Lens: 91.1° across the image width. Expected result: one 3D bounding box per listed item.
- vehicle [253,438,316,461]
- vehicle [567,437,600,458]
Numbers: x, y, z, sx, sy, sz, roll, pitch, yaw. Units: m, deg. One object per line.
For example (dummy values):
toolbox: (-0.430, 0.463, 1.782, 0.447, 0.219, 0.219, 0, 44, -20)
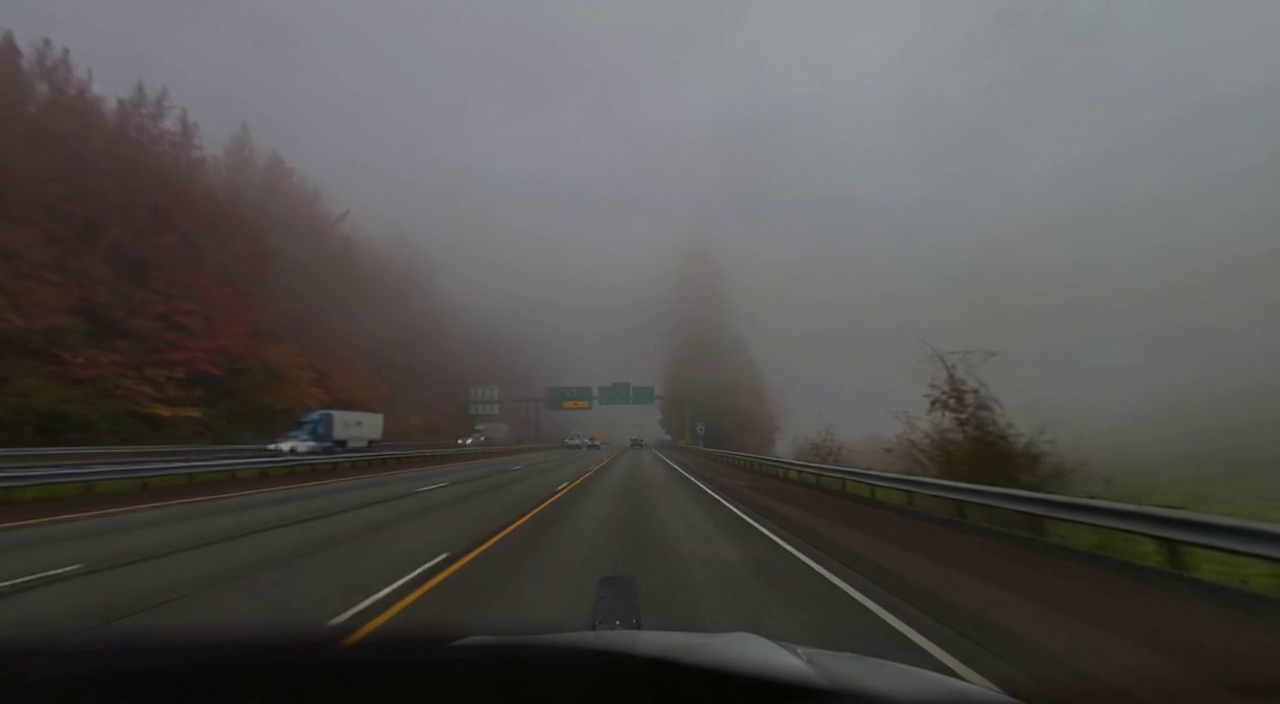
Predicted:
vehicle: (-24.374, 6.679, 43.245, 1.843, 1.502, 4.124, 0, -8, 1)
vehicle: (-4.264, 7.247, 47.778, 2.004, 1.497, 4.260, 0, -8, 1)
